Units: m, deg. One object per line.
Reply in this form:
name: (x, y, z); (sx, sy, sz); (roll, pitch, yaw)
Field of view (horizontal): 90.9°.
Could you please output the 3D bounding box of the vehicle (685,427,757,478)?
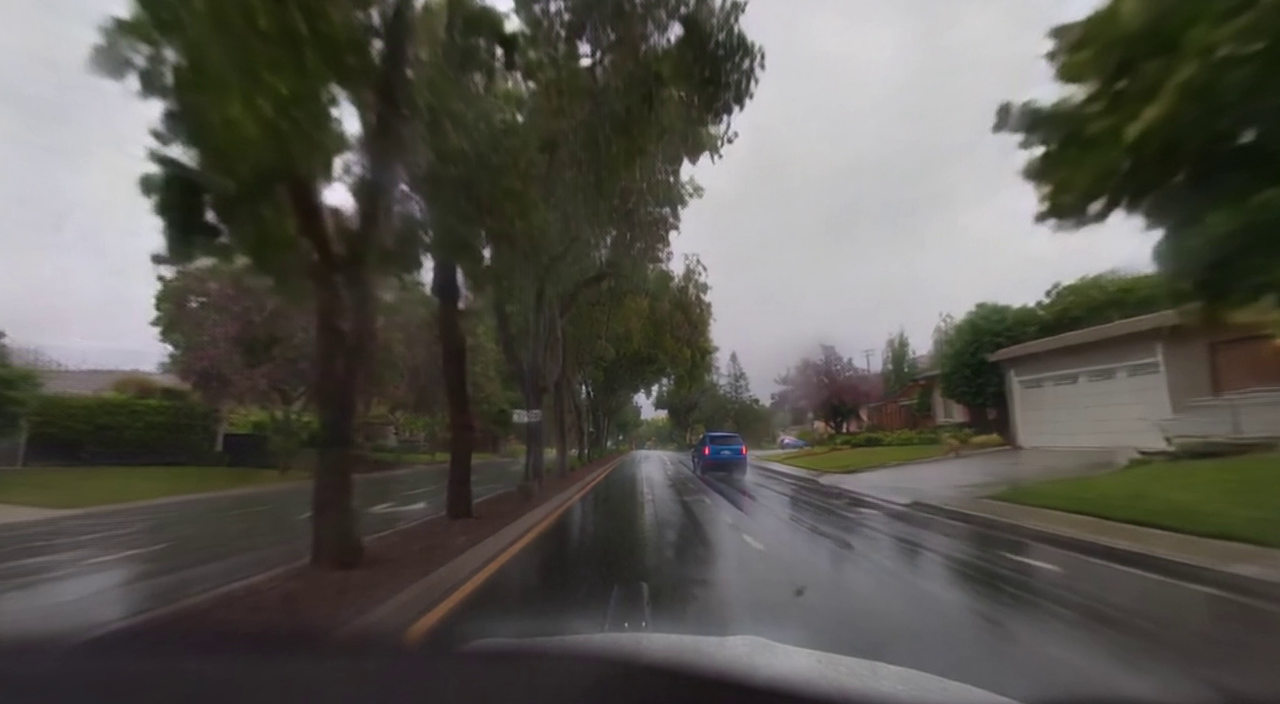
vehicle: (3.024, 3.896, 24.578); (2.180, 1.773, 4.639); (0, -8, 0)
